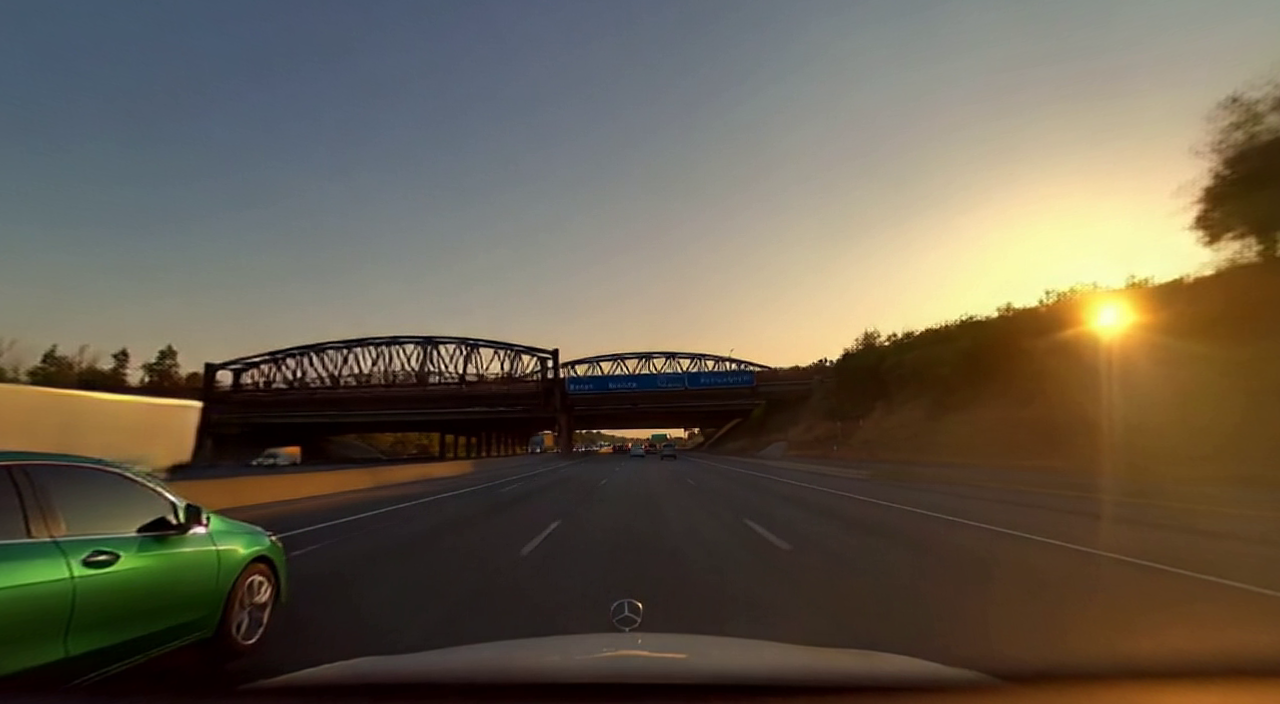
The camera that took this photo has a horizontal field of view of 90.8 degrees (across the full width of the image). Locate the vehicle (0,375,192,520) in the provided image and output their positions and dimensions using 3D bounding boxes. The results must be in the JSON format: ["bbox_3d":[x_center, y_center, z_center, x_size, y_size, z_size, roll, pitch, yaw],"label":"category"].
[{"bbox_3d":[-18.758,2.900,19.082,2.915,3.862,10.009,0,-9,0],"label":"vehicle"}]

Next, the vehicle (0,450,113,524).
[{"bbox_3d":[-15.000,3.044,14.401,1.944,1.603,4.591,0,-9,0],"label":"vehicle"}]
